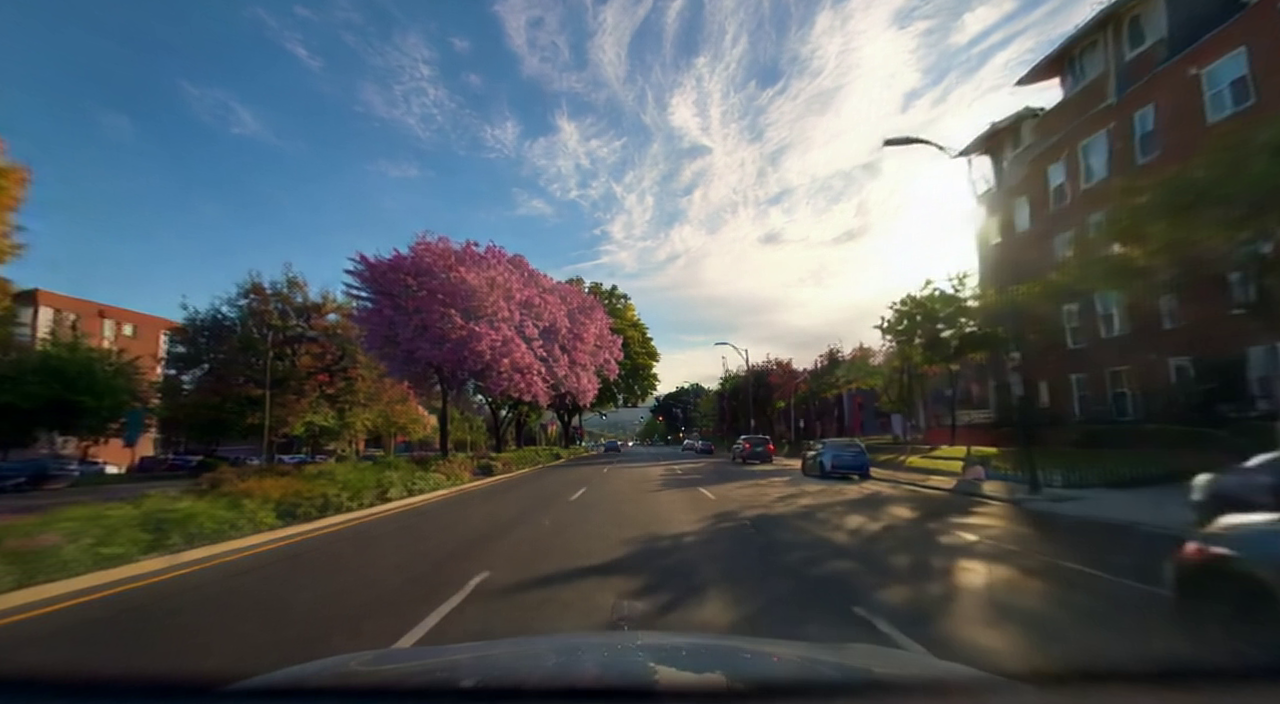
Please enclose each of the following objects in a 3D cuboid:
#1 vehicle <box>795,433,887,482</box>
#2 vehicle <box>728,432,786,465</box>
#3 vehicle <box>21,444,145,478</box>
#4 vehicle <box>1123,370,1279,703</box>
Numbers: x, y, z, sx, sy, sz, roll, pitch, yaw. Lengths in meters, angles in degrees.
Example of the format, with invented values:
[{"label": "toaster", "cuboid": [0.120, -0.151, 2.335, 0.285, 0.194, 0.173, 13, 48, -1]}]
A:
[{"label": "vehicle", "cuboid": [7.290, 3.873, 23.455, 1.940, 1.647, 4.309, 0, -8, -1]}, {"label": "vehicle", "cuboid": [7.061, 5.908, 38.783, 2.450, 1.892, 5.107, 0, -8, -2]}, {"label": "vehicle", "cuboid": [-33.589, 6.581, 38.212, 5.605, 1.774, 2.197, -3, -9, 3]}, {"label": "vehicle", "cuboid": [3.841, 0.674, 1.503, 1.984, 1.580, 4.413, -1, -8, 2]}]
